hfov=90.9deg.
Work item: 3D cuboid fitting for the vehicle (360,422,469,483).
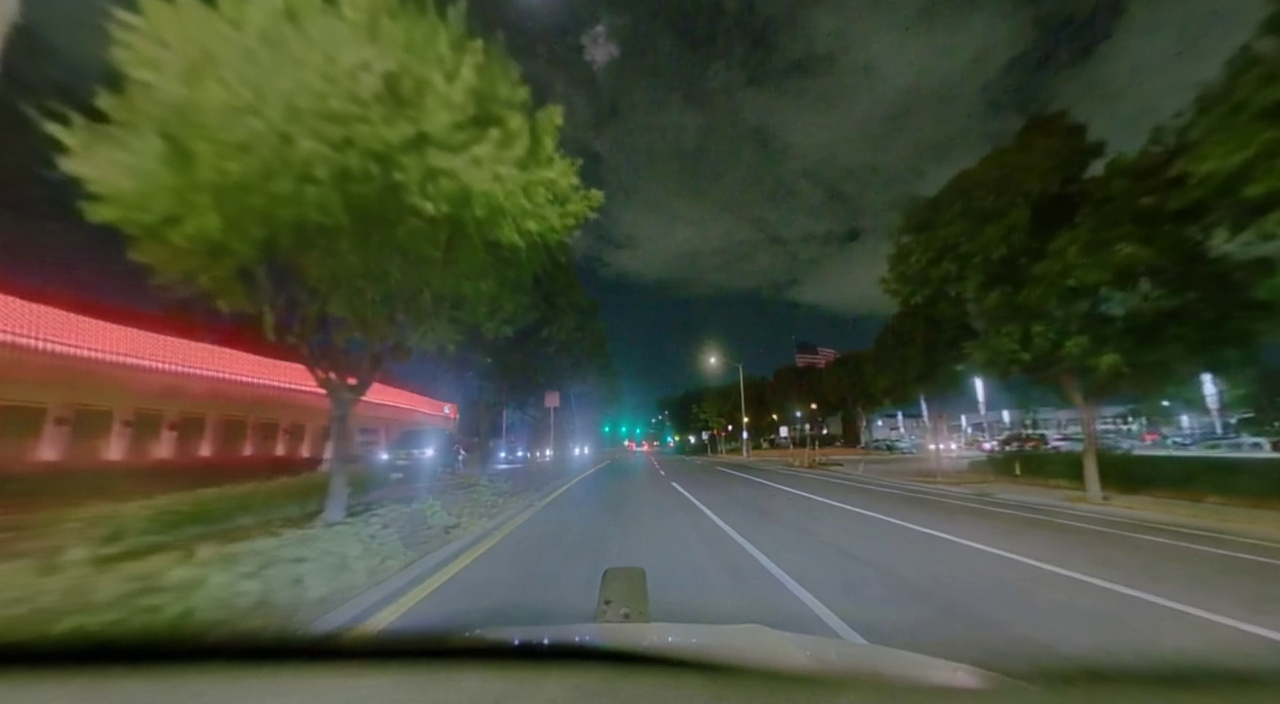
[{"bbox_3d":[-8.213,3.726,23.569,2.171,1.975,5.168,0,-8,0],"label":"vehicle"}]
